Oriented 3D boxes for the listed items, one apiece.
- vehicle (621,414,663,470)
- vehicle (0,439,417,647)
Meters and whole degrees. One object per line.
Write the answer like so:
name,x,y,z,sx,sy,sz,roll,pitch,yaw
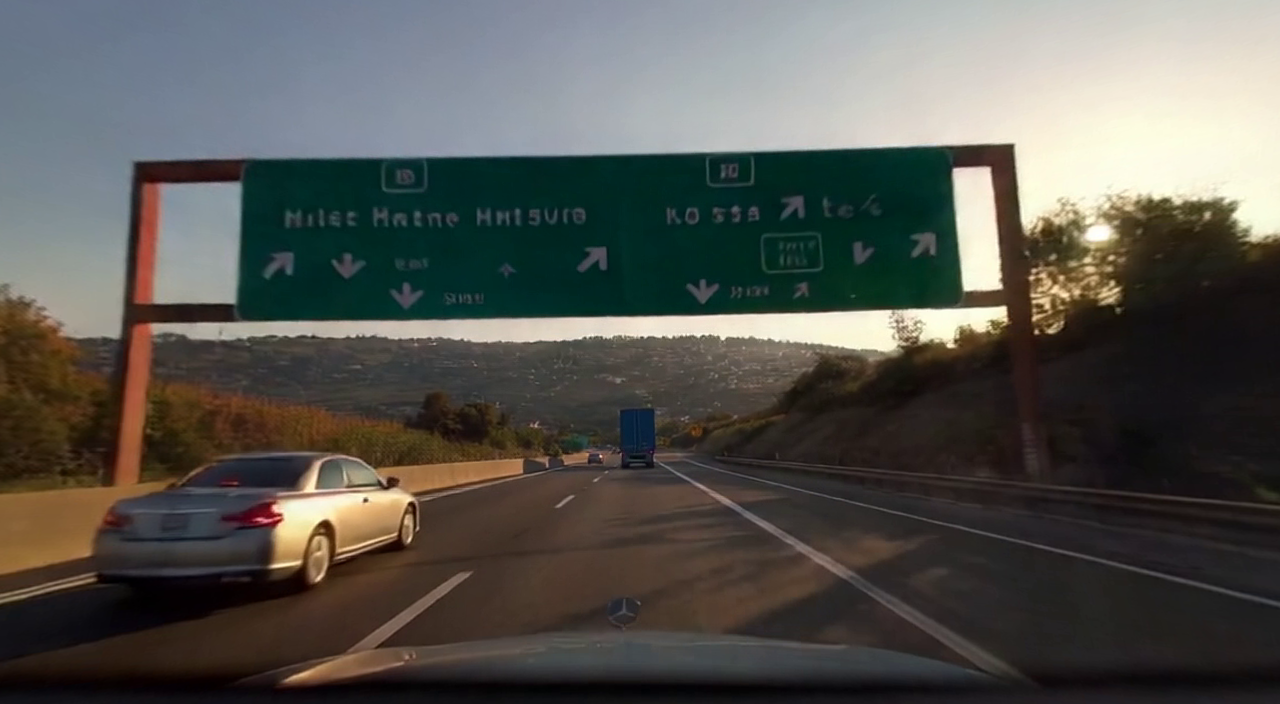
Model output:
vehicle,-0.022,6.897,47.980,2.864,3.805,9.500,0,-9,-2
vehicle,-4.014,1.673,6.580,1.839,1.451,4.097,0,-9,1
